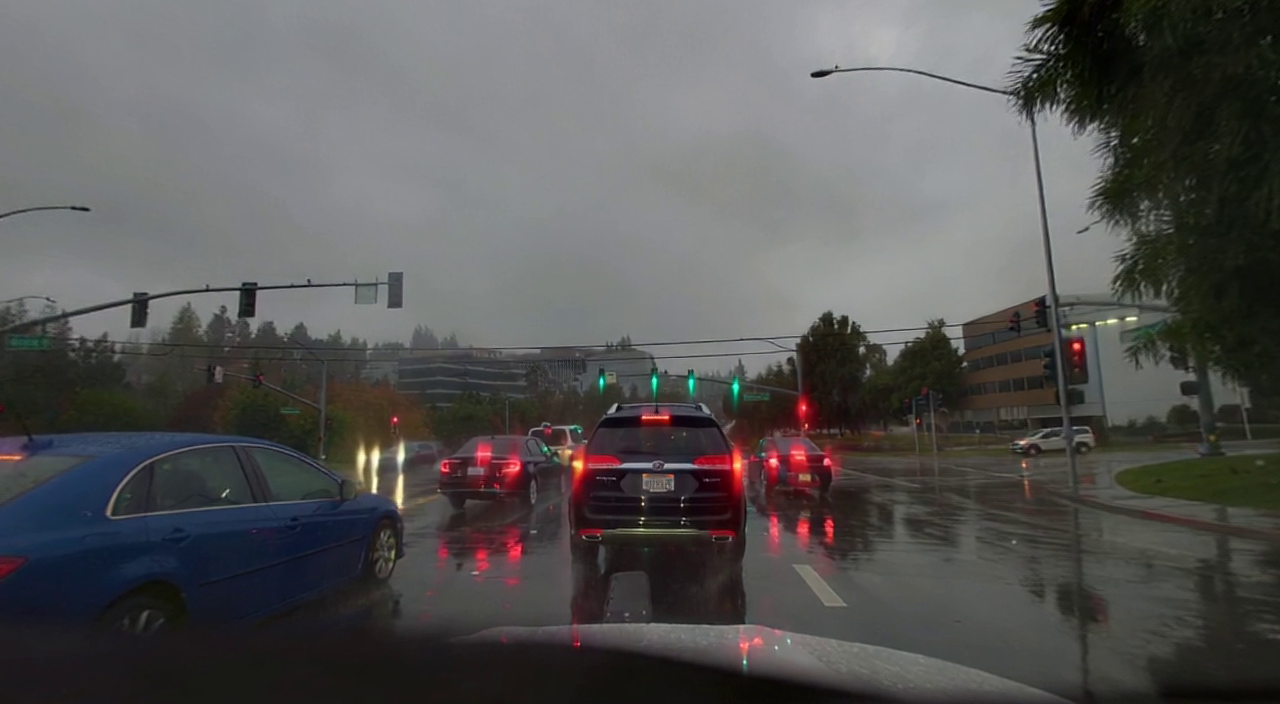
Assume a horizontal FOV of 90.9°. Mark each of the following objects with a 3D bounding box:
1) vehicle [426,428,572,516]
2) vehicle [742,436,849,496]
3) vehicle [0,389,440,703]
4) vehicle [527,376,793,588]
[{"bbox_3d":[-2.684,2.384,13.052,1.851,1.502,4.042,0,-8,4],"label":"vehicle"},{"bbox_3d":[4.100,3.062,17.350,1.979,1.453,4.011,0,-8,1],"label":"vehicle"},{"bbox_3d":[-3.213,1.203,4.441,1.958,1.494,4.624,0,-8,2],"label":"vehicle"},{"bbox_3d":[0.225,1.436,7.724,2.300,1.832,4.331,0,-8,1],"label":"vehicle"}]
